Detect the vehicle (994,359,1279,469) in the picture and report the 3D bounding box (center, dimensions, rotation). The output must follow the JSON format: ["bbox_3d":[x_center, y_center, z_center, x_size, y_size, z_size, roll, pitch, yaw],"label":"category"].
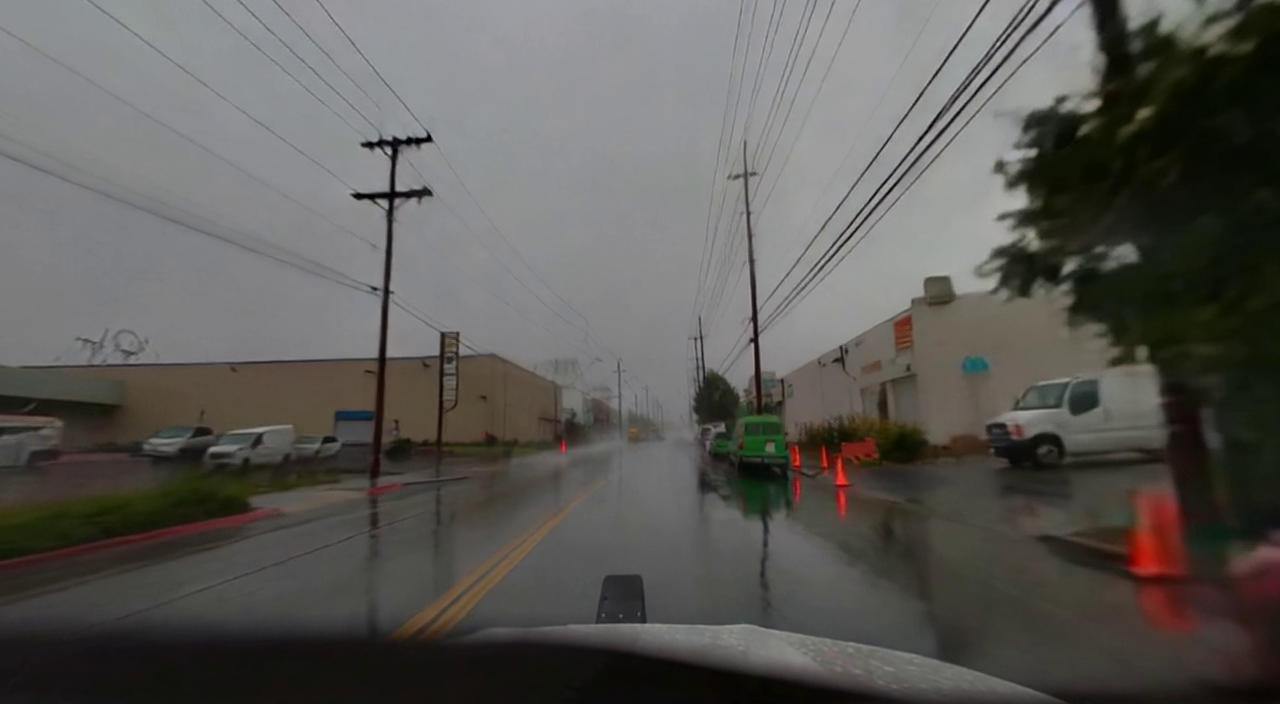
[{"bbox_3d":[12.574,1.574,15.673,6.092,2.433,2.196,-2,-8,4],"label":"vehicle"}]

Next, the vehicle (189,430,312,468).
[{"bbox_3d":[-18.474,4.616,30.335,2.102,1.628,5.130,-2,-8,10],"label":"vehicle"}]

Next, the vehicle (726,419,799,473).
[{"bbox_3d":[4.848,3.802,25.844,2.010,1.985,5.124,-1,-8,1],"label":"vehicle"}]
